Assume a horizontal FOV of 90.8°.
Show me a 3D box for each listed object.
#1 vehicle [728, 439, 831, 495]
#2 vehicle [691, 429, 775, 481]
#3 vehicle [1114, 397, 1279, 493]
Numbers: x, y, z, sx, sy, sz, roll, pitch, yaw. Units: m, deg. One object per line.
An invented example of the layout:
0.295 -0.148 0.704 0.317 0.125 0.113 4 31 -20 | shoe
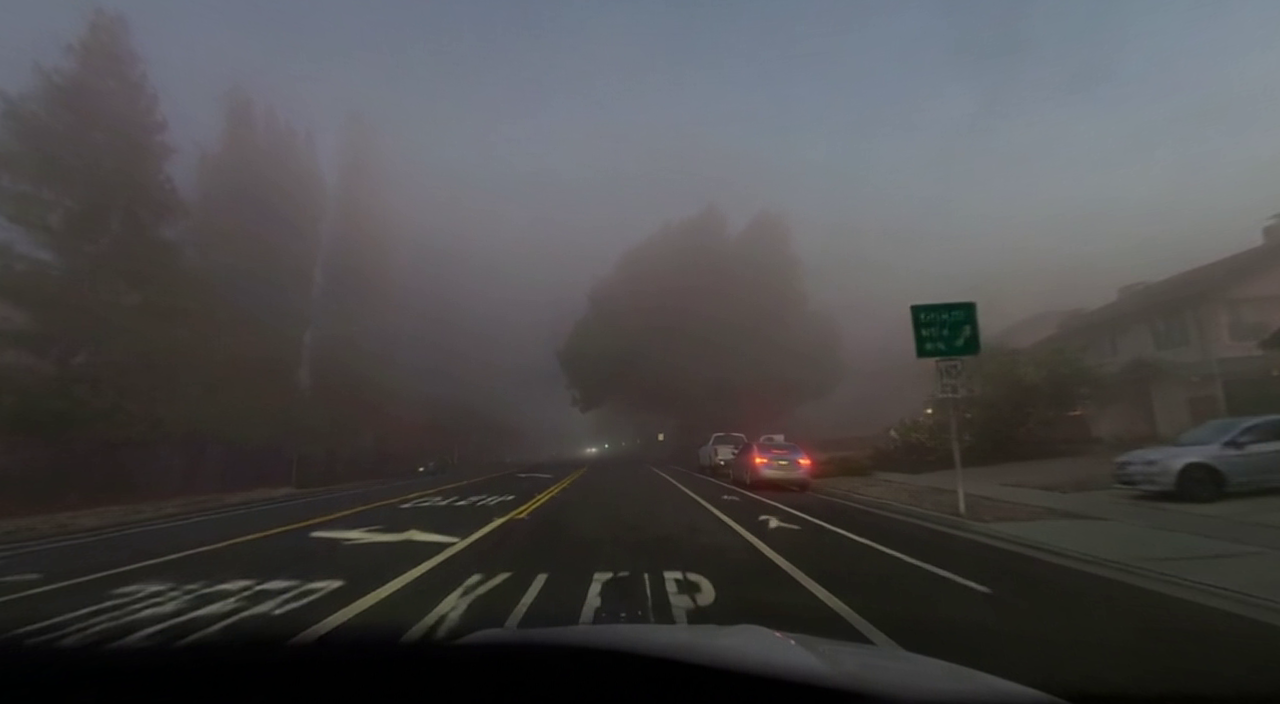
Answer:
4.045 3.403 19.097 1.919 1.474 4.370 0 -8 -3 | vehicle
3.590 4.153 25.758 2.293 1.858 5.868 0 -8 -2 | vehicle
11.505 1.685 11.463 4.492 1.619 1.849 -7 -11 37 | vehicle
